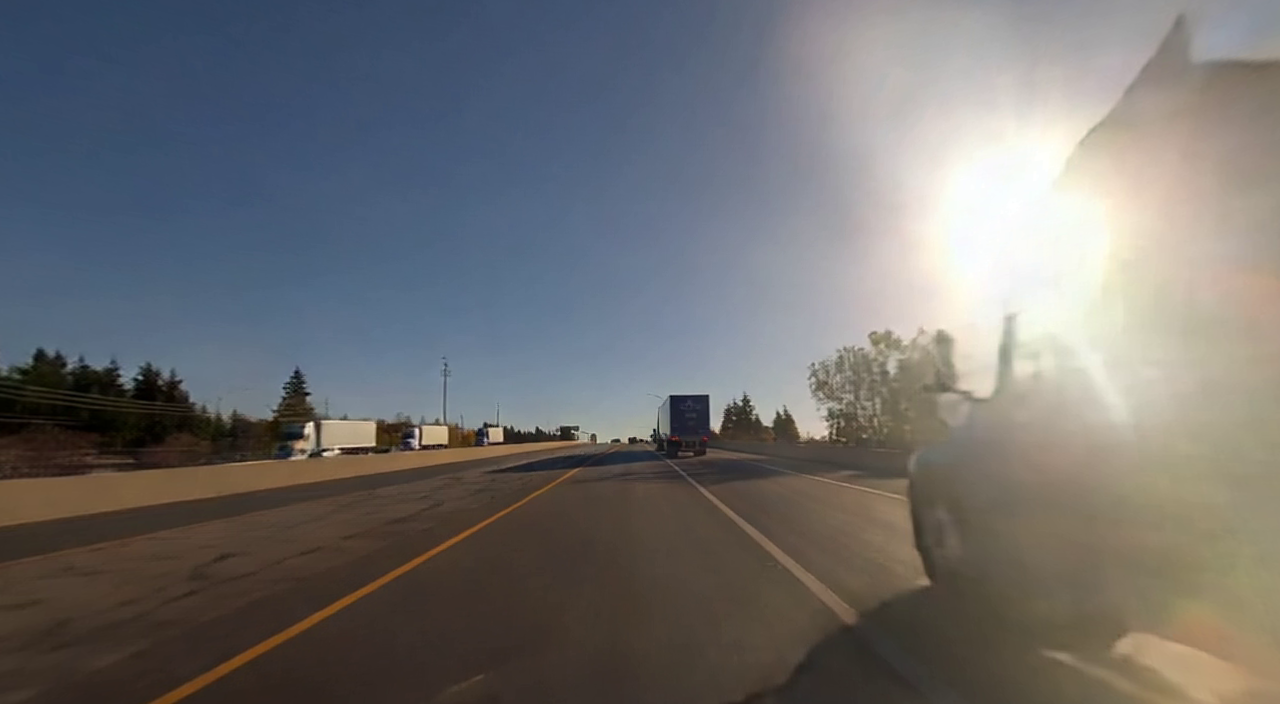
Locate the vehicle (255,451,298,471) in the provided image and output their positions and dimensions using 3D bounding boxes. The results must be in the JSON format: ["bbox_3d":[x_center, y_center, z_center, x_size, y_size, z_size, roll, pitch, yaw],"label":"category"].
[{"bbox_3d":[-28.356,8.500,49.202,1.833,1.425,4.295,2,-8,-16],"label":"vehicle"}]

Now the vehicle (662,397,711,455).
[{"bbox_3d":[3.275,5.572,46.603,2.888,3.866,8.380,0,-8,-1],"label":"vehicle"}]
